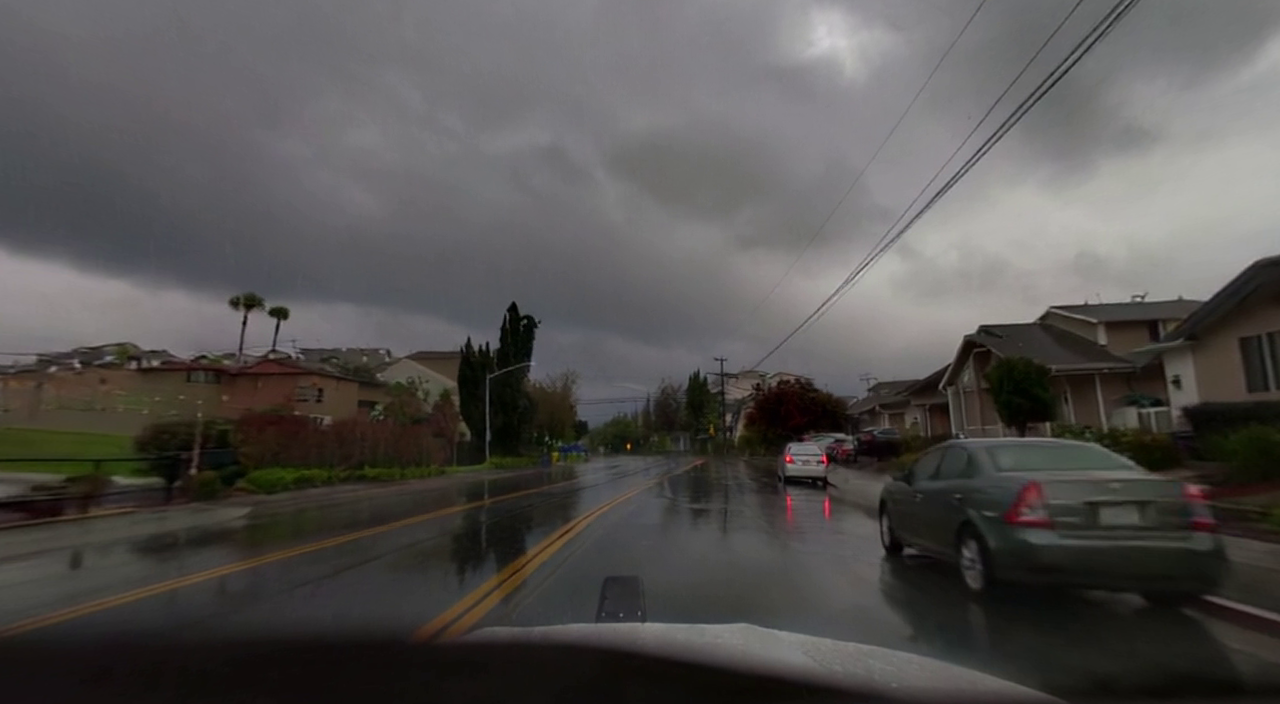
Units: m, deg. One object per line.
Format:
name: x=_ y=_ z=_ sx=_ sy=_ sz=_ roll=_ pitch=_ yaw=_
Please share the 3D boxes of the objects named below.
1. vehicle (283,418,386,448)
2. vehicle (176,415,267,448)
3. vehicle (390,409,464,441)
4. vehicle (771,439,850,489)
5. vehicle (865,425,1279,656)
vehicle: x=-15.826 y=4.246 z=32.845 sx=4.407 sy=1.478 sz=1.973 roll=-1 pitch=-9 yaw=10
vehicle: x=-24.632 y=4.660 z=37.367 sx=1.861 sy=1.795 sz=4.302 roll=0 pitch=-6 yaw=12
vehicle: x=-13.638 y=4.655 z=40.451 sx=4.054 sy=1.565 sz=1.719 roll=-5 pitch=0 yaw=11
vehicle: x=5.549 y=3.695 z=21.037 sx=1.947 sy=1.479 sz=3.743 roll=-1 pitch=-9 yaw=6
vehicle: x=3.522 y=1.475 z=5.916 sx=1.665 sy=1.425 sz=3.727 roll=0 pitch=-9 yaw=4
